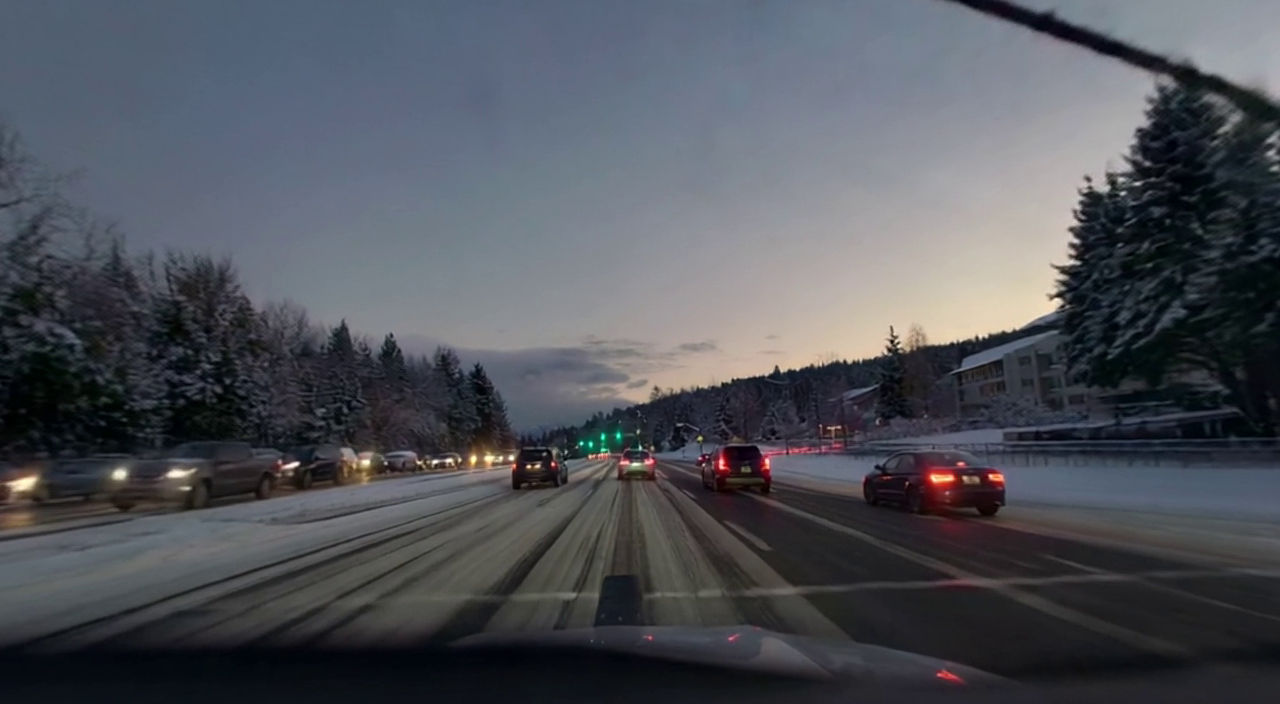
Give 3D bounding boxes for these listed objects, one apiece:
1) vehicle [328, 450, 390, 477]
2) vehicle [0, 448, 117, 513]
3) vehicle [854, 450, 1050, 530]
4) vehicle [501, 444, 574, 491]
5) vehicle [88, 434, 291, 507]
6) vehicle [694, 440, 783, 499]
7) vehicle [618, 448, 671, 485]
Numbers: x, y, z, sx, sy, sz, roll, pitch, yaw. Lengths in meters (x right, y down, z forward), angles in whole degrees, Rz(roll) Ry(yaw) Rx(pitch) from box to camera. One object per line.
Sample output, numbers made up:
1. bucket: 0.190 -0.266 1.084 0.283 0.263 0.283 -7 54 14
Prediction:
1. vehicle: -19.077 7.557 43.129 2.186 1.676 4.444 -1 -8 -1
2. vehicle: -15.455 3.095 15.355 1.871 1.449 4.254 -1 -8 -1
3. vehicle: 6.423 2.851 13.693 1.945 1.408 4.288 0 -8 -2
4. vehicle: -3.935 4.492 25.050 2.172 1.671 4.175 0 -8 0
5. vehicle: -12.622 3.329 18.286 2.259 1.804 4.990 0 -8 -1
6. vehicle: 3.141 3.831 21.064 2.161 1.716 4.194 0 -8 -2
7. vehicle: 0.130 5.020 28.031 2.155 1.486 4.403 0 -8 -1
